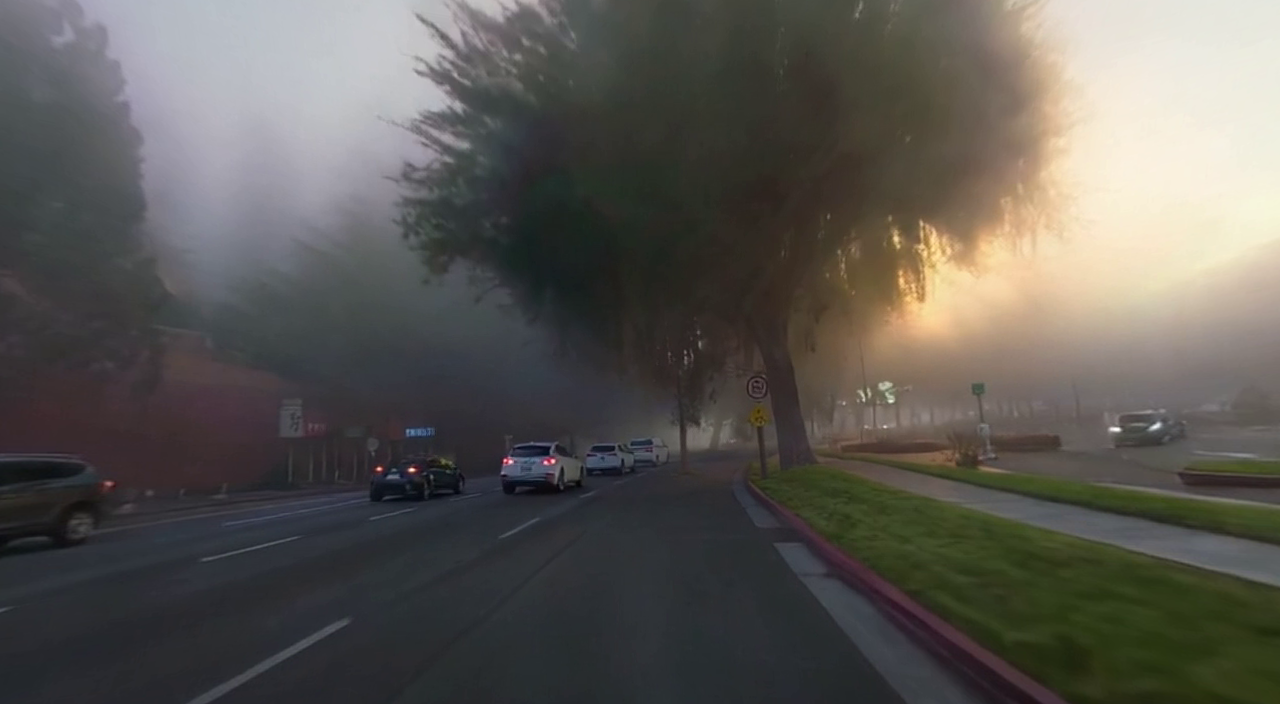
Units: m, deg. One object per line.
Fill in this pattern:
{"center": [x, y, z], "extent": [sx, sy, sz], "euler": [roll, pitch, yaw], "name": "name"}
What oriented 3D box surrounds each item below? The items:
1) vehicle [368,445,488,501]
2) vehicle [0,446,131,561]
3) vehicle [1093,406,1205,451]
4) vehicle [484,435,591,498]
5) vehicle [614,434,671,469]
{"center": [-6.529, 3.734, 19.962], "extent": [1.974, 1.558, 3.949], "euler": [-1, -8, 8], "name": "vehicle"}
{"center": [-10.426, 2.286, 9.559], "extent": [1.799, 1.682, 4.637], "euler": [0, -8, -4], "name": "vehicle"}
{"center": [21.953, 3.351, 27.204], "extent": [4.982, 1.789, 2.303], "euler": [6, -10, -35], "name": "vehicle"}
{"center": [-2.910, 3.362, 19.016], "extent": [2.002, 1.664, 4.113], "euler": [-1, -8, 8], "name": "vehicle"}
{"center": [0.218, 5.538, 35.353], "extent": [2.167, 1.832, 4.679], "euler": [-2, -9, 13], "name": "vehicle"}
